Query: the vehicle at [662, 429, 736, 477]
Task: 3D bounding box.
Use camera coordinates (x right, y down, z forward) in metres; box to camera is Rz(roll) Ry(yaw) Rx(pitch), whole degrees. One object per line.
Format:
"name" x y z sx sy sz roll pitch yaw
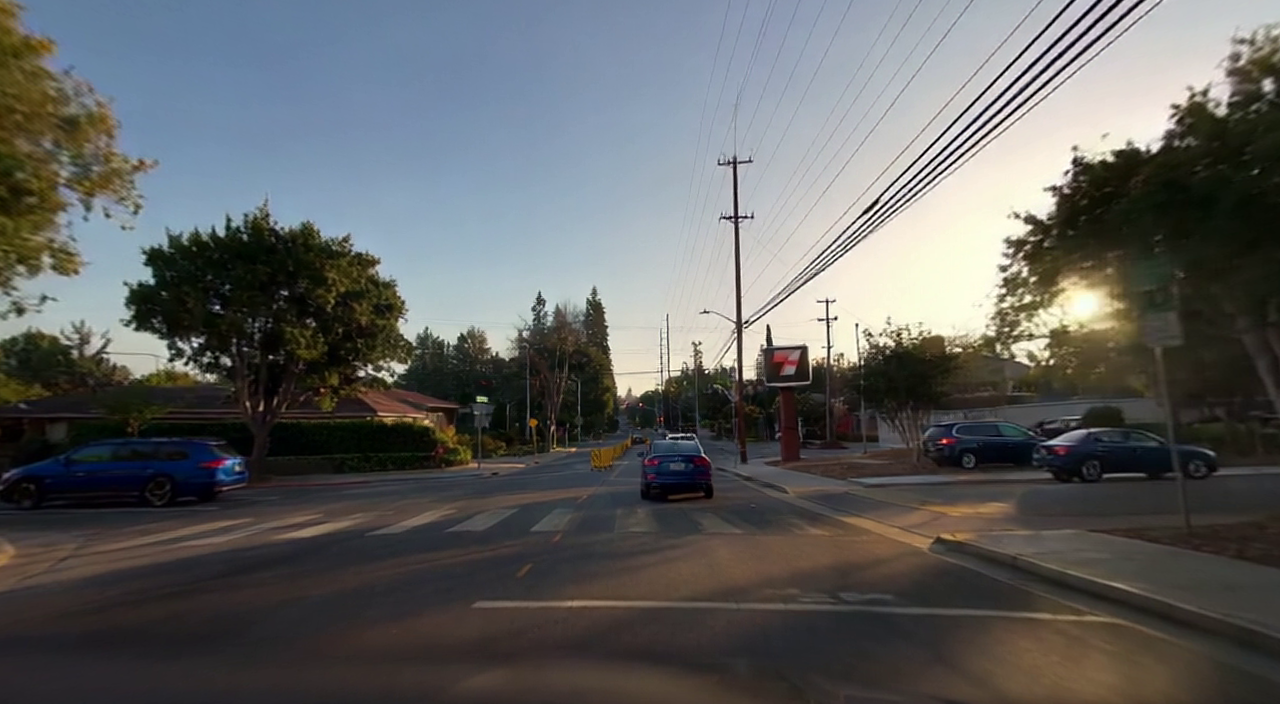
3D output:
"vehicle" 2.439 4.412 27.740 2.553 1.868 5.536 0 -8 -2

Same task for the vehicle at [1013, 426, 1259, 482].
"vehicle" 13.123 2.736 17.002 4.872 1.400 1.955 0 -8 3

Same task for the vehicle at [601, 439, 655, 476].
"vehicle" -0.578 4.415 26.696 1.874 1.427 3.976 1 -9 -6

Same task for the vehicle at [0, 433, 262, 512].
"vehicle" -13.792 3.142 16.814 5.866 1.904 2.197 1 -9 -6
